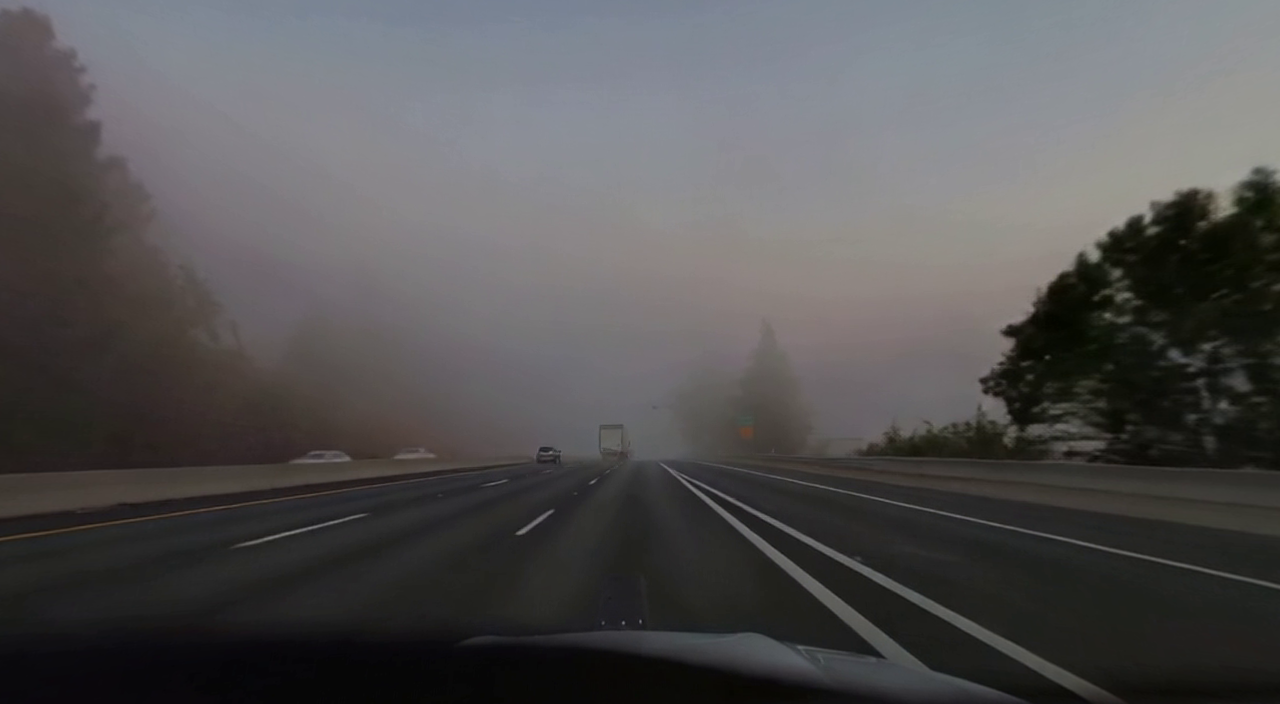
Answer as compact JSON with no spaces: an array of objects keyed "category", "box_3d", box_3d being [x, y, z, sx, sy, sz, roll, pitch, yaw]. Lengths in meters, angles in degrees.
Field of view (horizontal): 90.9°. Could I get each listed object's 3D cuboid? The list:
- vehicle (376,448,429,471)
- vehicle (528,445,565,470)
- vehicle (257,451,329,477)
[{"category":"vehicle","box_3d":[-17.485,7.916,46.660,1.993,1.582,4.871,0,-9,0]},{"category":"vehicle","box_3d":[-7.104,8.026,48.223,2.043,1.828,4.436,0,-9,1]},{"category":"vehicle","box_3d":[-21.203,6.827,38.772,1.948,1.457,4.445,0,-9,0]}]
